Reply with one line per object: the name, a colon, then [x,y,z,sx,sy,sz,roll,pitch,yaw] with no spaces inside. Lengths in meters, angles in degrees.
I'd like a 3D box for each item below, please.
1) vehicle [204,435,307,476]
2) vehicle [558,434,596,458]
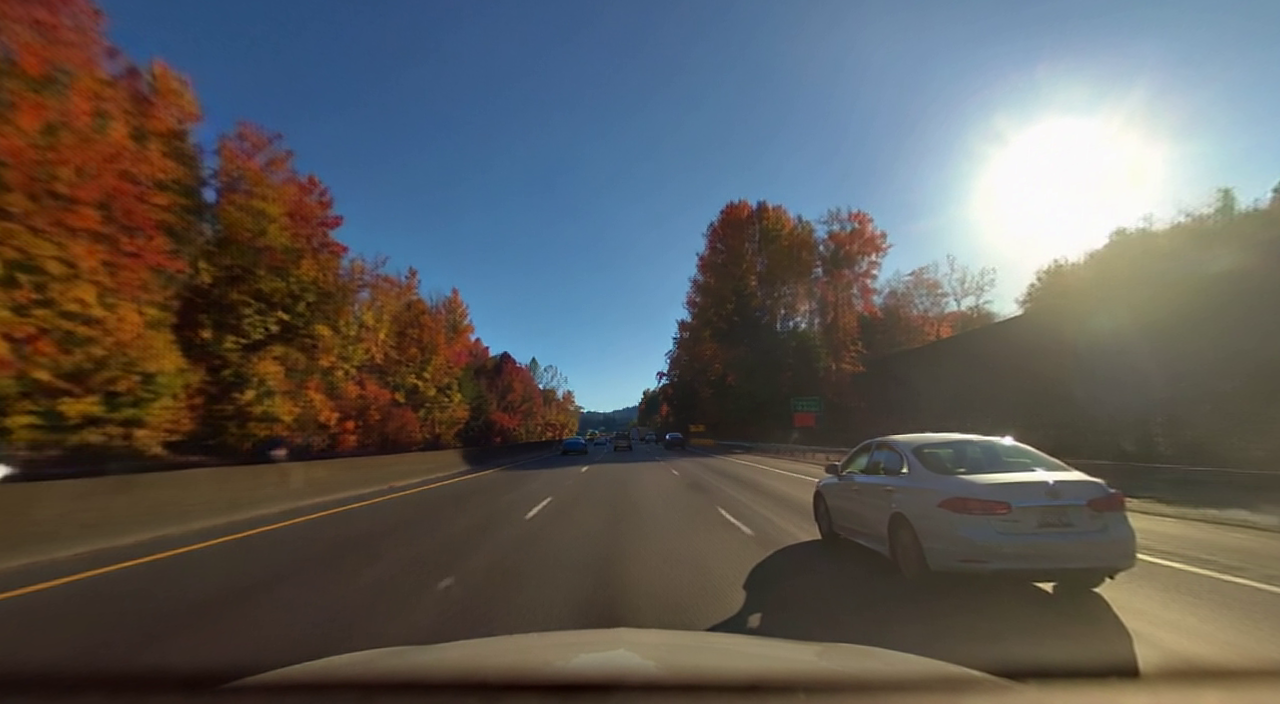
vehicle: [-20.329,5.461,33.604,2.166,2.003,5.341,0,-8,-1]
vehicle: [-4.144,6.264,41.956,2.103,1.507,4.367,0,-8,0]
